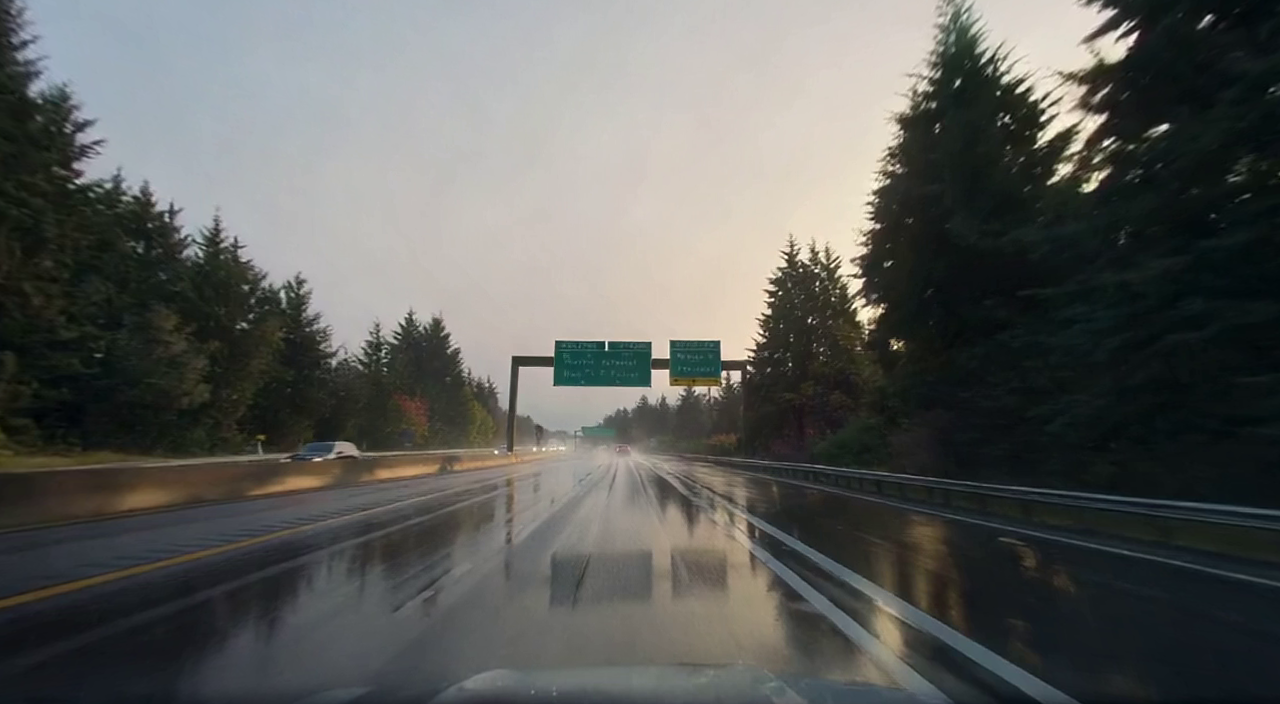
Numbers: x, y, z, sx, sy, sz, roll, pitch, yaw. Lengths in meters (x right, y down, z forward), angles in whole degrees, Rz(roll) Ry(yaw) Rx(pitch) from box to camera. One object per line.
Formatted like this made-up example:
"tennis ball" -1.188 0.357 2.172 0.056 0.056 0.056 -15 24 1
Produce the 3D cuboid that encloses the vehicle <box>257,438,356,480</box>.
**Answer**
"vehicle" -13.123 4.230 24.986 1.802 1.493 4.016 0 -9 -1
